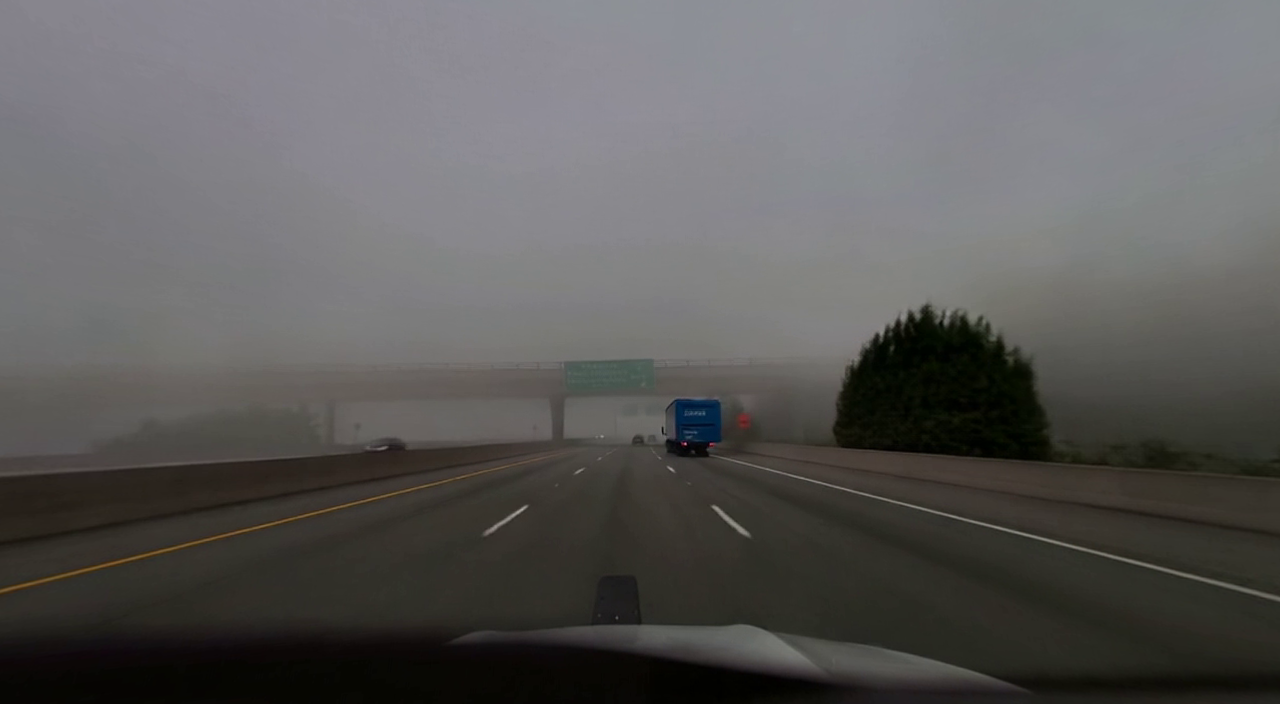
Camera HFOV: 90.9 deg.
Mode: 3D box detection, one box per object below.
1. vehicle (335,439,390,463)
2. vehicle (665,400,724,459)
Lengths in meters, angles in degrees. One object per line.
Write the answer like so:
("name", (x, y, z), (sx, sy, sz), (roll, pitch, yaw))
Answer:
("vehicle", (-17.911, 6.369, 40.854), (1.754, 1.453, 3.731), (0, -8, 1))
("vehicle", (3.525, 5.454, 43.845), (2.981, 3.512, 11.154), (0, -8, -1))
